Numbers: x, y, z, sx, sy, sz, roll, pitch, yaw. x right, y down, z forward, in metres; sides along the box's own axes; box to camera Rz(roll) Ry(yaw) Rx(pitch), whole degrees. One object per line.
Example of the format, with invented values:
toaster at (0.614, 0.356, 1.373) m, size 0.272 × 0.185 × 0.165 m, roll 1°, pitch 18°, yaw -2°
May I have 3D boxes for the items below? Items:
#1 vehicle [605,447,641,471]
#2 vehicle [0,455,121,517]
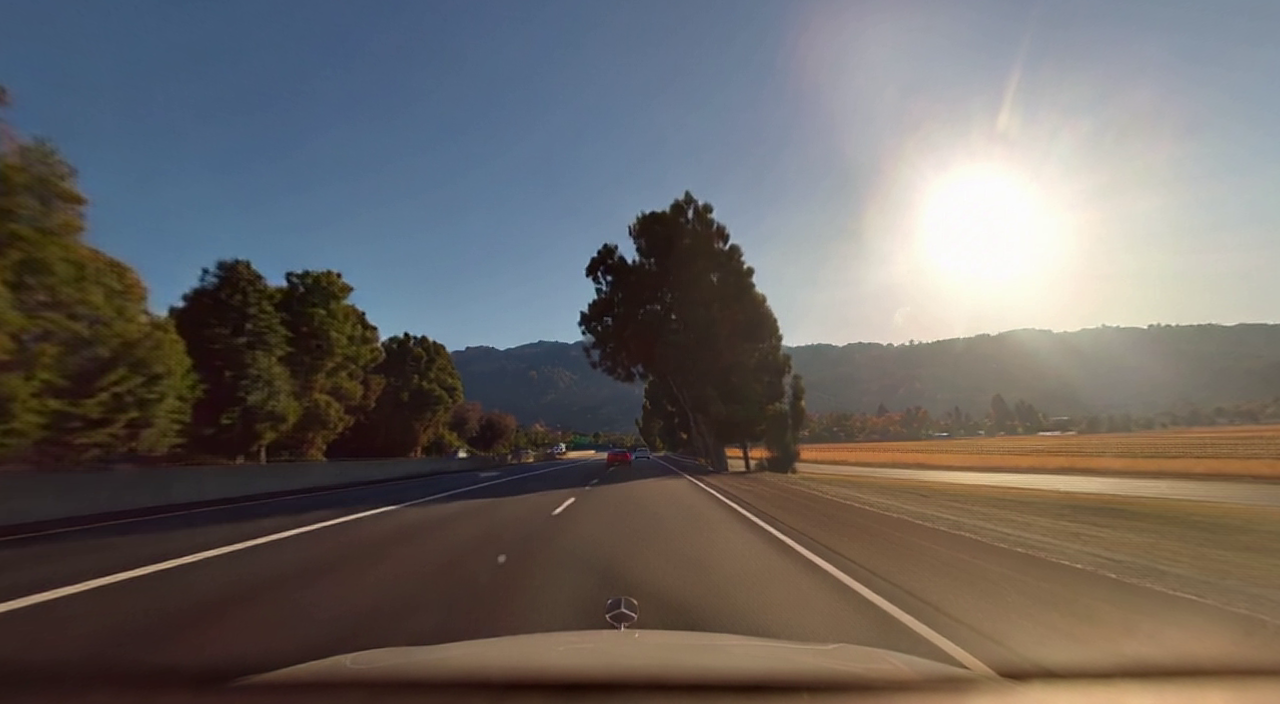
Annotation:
vehicle at (-1.061, 6.979, 41.299) m, size 2.170 × 1.451 × 4.584 m, roll 0°, pitch -9°, yaw 1°
vehicle at (-16.431, 3.448, 16.532) m, size 2.007 × 1.444 × 4.190 m, roll 0°, pitch -9°, yaw 1°
